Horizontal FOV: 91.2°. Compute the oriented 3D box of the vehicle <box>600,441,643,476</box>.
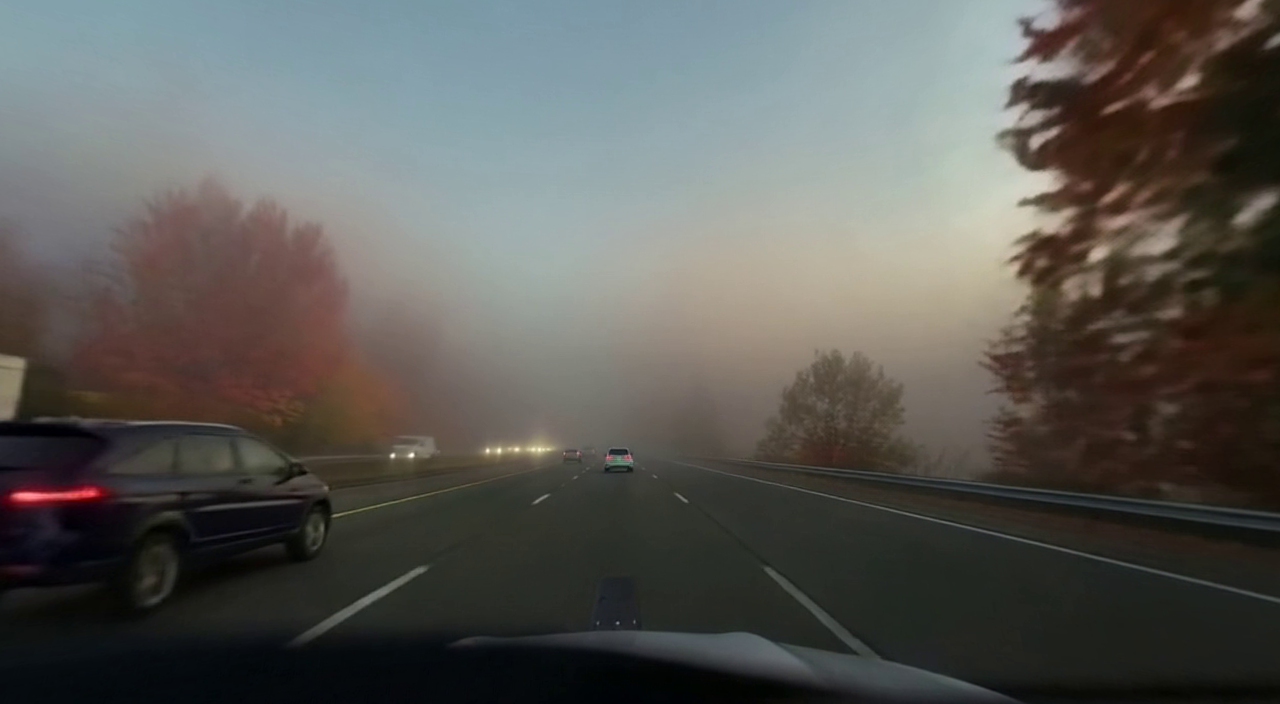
[{"bbox_3d":[-0.986,5.576,33.042,2.115,1.661,4.049,0,-9,-2],"label":"vehicle"}]

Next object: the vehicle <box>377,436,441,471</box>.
[{"bbox_3d":[-13.725,6.055,37.576,2.071,1.894,5.029,0,-9,-2],"label":"vehicle"}]

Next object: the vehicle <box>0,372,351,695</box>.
[{"bbox_3d":[-4.404,1.233,5.015,1.974,1.688,4.727,0,-9,-1],"label":"vehicle"}]
